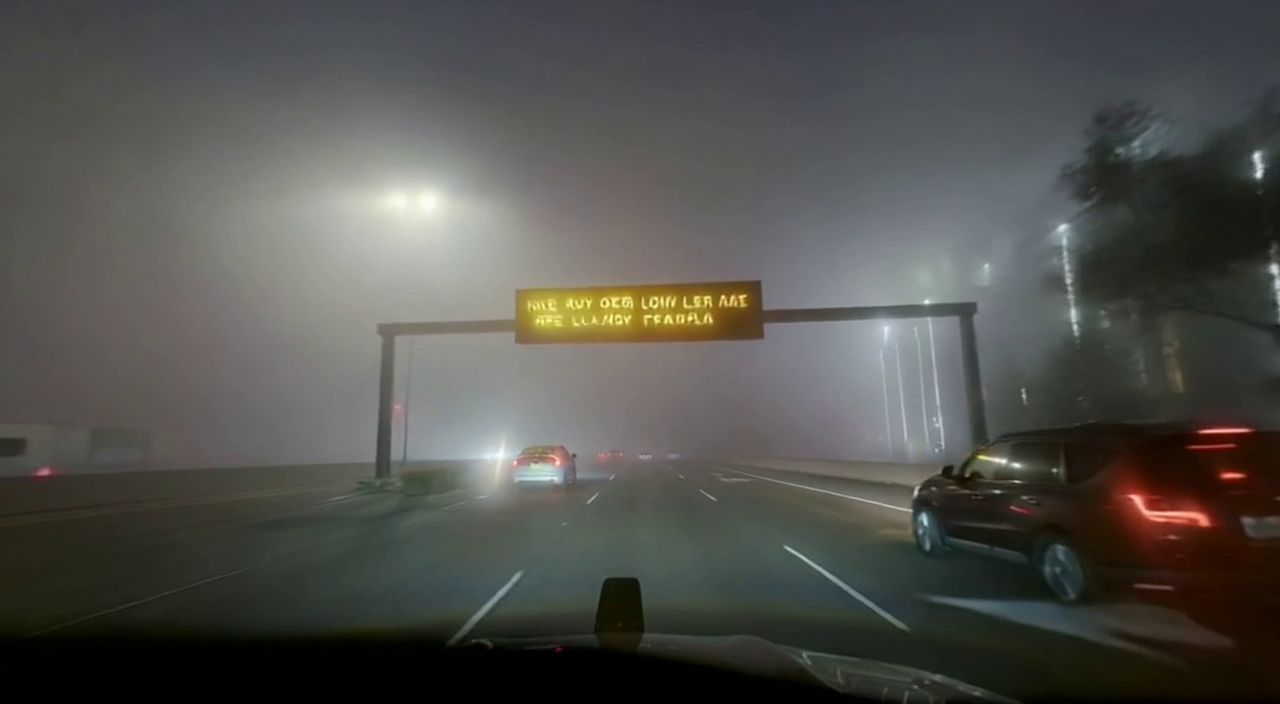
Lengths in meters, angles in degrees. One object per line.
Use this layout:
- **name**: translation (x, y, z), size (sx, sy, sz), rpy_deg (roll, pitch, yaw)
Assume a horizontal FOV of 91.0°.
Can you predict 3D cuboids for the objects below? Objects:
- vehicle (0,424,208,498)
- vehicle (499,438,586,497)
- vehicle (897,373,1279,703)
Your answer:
- **vehicle**: translation (-35.284, 6.923, 40.728), size (2.887, 3.890, 16.694), rpy_deg (0, -9, 0)
- **vehicle**: translation (-3.103, 3.791, 21.071), size (2.075, 1.721, 4.763), rpy_deg (0, -9, 1)
- **vehicle**: translation (4.355, 1.320, 5.562), size (2.170, 1.733, 4.631), rpy_deg (0, -9, 0)
